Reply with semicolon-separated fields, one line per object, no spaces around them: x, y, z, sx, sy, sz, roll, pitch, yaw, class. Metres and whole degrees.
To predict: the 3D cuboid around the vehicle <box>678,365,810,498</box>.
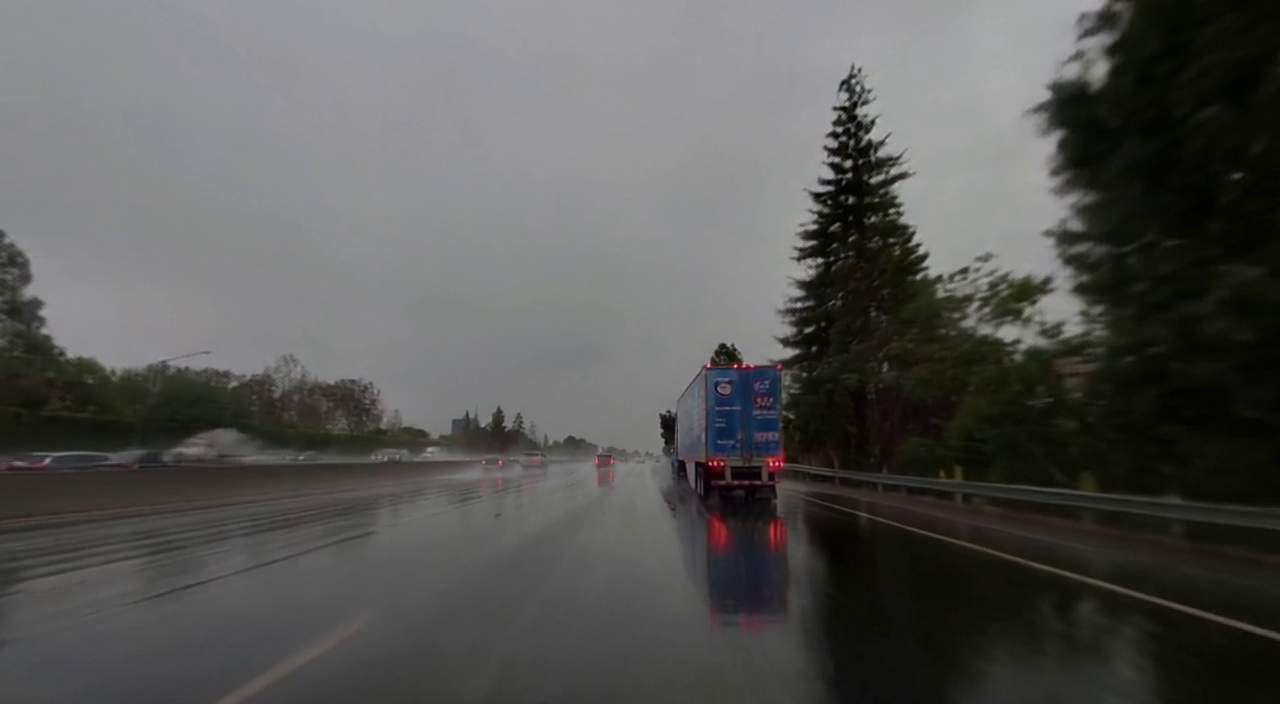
3.662;3.655;27.431;3.140;4.100;15.551;0;-9;0;vehicle

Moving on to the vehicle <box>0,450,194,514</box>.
-14.905;3.412;17.201;1.982;1.471;4.747;0;-9;1;vehicle
